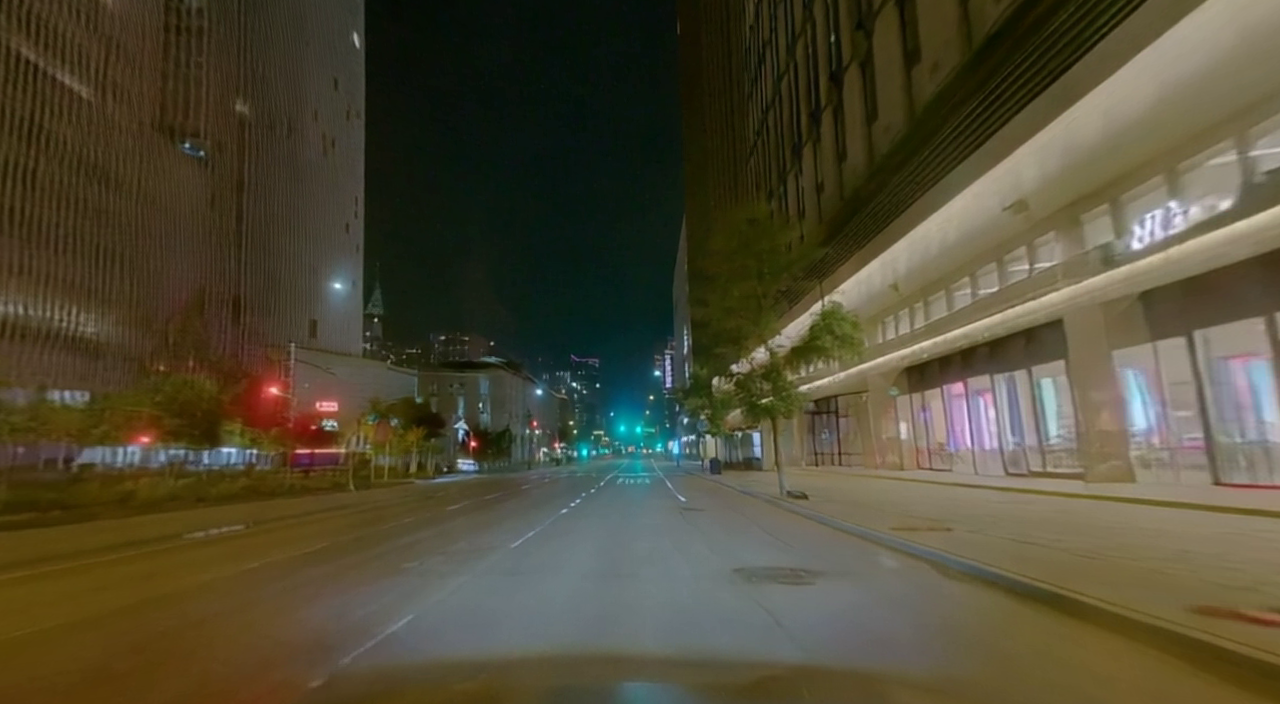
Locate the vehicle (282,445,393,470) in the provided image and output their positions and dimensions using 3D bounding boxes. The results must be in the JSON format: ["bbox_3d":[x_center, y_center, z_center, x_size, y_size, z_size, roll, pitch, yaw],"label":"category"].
[{"bbox_3d":[-18.488,6.482,38.723,5.962,1.458,1.711,0,-10,3],"label":"vehicle"}]
